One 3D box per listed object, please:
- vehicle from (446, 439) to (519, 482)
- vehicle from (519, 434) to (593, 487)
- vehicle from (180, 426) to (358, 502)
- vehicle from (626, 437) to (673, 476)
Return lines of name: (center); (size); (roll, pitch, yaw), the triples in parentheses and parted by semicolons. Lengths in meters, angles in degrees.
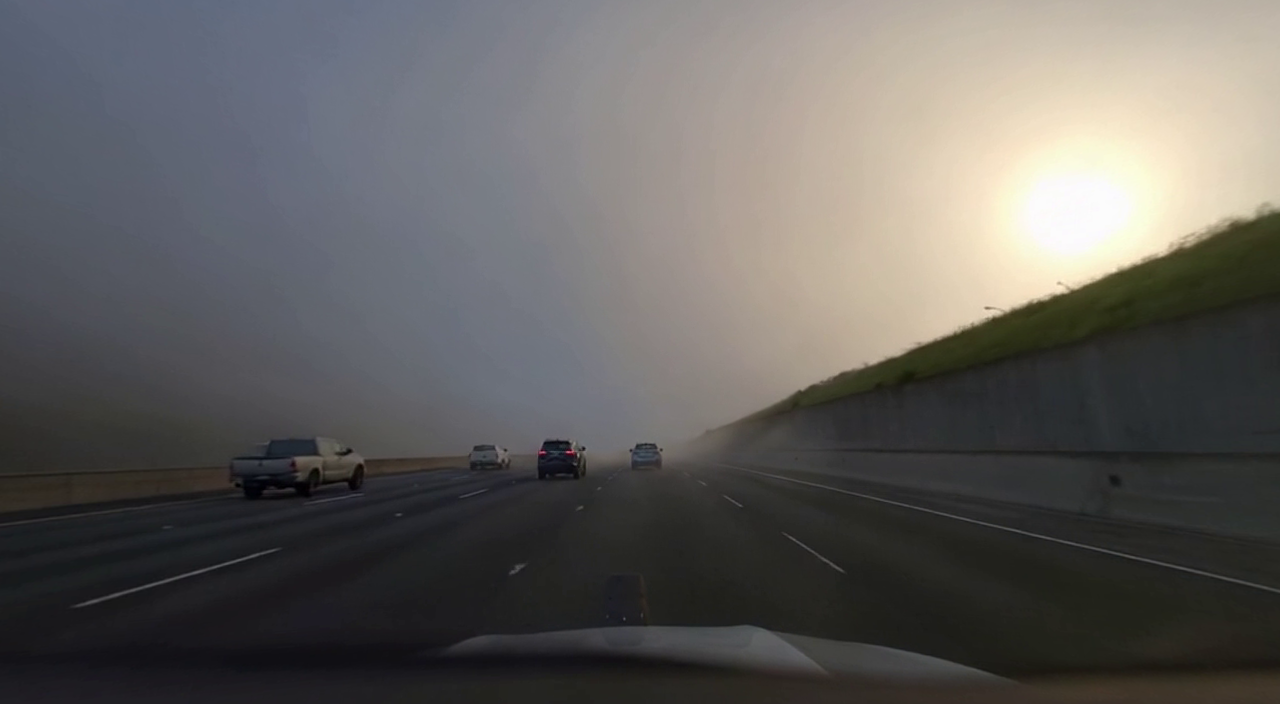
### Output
vehicle: (-6.812, 4.725, 27.789); (2.059, 1.745, 4.239); (0, -9, 1)
vehicle: (-3.084, 4.087, 24.109); (2.093, 1.820, 4.506); (0, -9, 1)
vehicle: (-10.757, 3.297, 18.932); (2.054, 1.933, 5.247); (0, -9, 1)
vehicle: (0.434, 5.262, 31.830); (2.233, 1.804, 4.273); (0, -9, 0)
